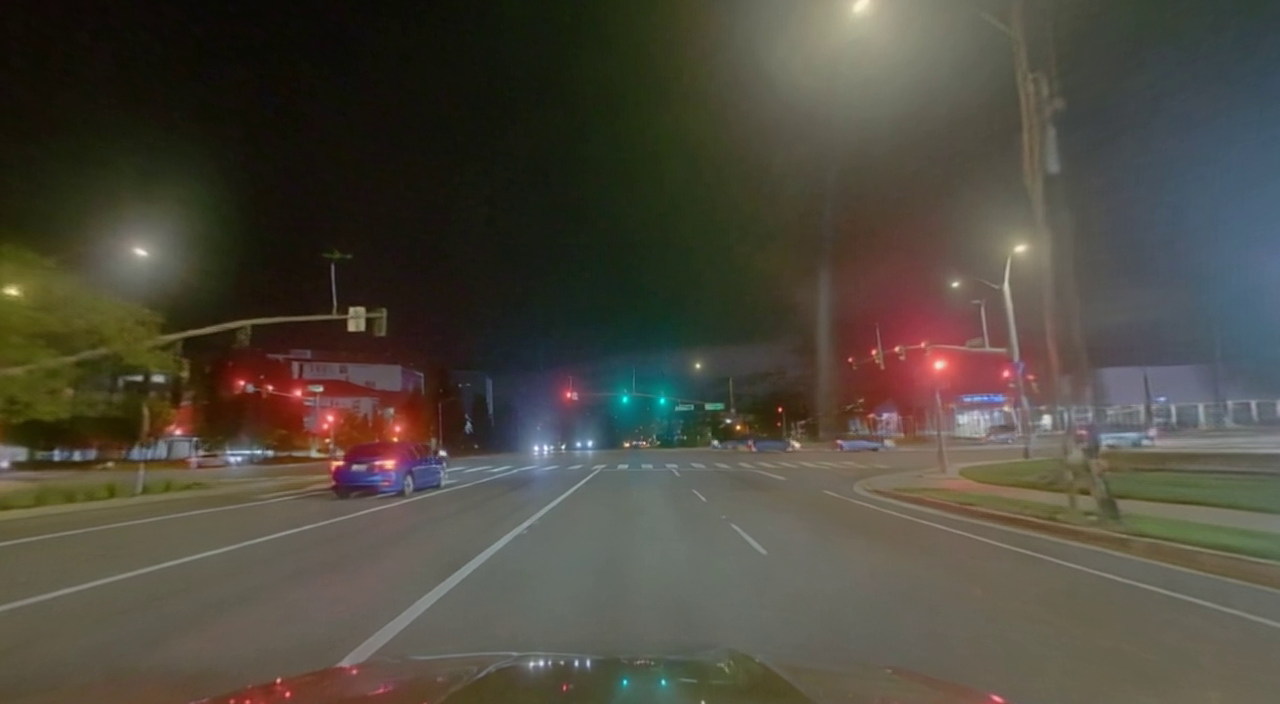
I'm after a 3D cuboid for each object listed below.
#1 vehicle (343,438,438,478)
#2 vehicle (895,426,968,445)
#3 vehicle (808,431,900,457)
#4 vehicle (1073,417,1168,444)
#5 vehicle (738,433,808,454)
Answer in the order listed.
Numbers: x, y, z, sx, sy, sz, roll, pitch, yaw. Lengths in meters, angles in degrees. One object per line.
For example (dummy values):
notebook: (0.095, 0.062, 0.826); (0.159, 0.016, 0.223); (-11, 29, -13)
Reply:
vehicle: (-9.975, 4.273, 25.642); (1.899, 1.460, 4.880); (0, -8, 0)
vehicle: (22.716, 6.540, 49.142); (4.696, 1.483, 1.898); (0, -8, 2)
vehicle: (12.856, 5.582, 38.020); (4.885, 1.503, 1.845); (-1, -8, 3)
vehicle: (33.352, 5.480, 43.775); (4.864, 1.566, 1.807); (-4, -9, 3)
vehicle: (9.447, 6.540, 44.907); (4.647, 1.428, 1.825); (-1, -8, 4)
